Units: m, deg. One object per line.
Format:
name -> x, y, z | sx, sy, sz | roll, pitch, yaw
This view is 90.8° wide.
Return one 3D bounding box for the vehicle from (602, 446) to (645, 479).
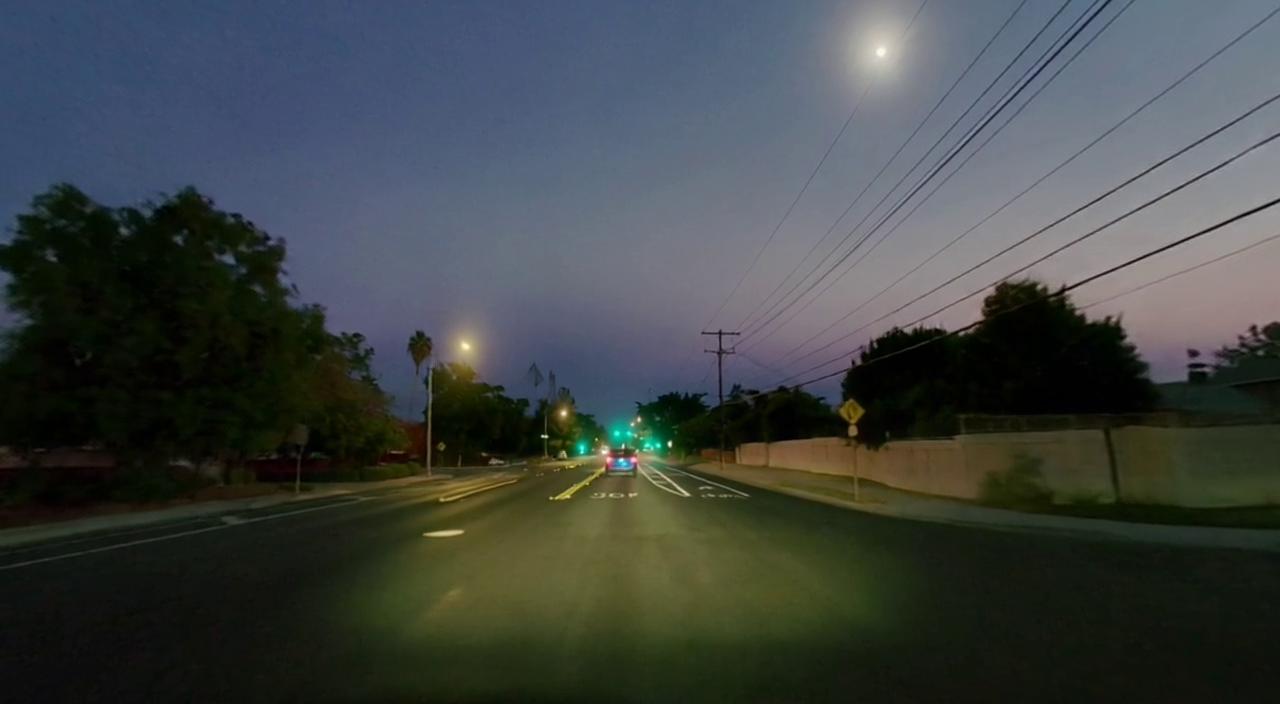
vehicle -> -0.902, 5.912, 34.104 | 2.139, 1.699, 3.916 | 0, -8, -2
